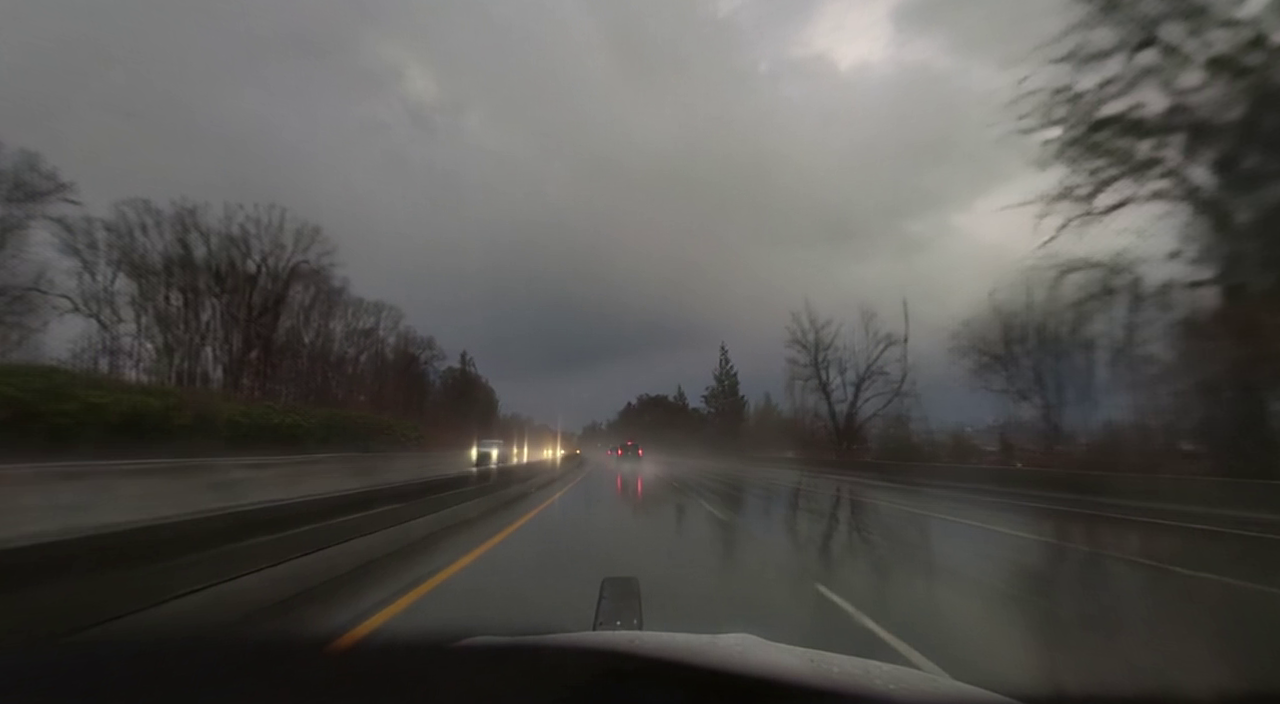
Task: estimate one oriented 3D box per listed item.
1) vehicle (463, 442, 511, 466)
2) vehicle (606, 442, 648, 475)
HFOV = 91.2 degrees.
[{"bbox_3d":[-10.447,7.026,43.142,2.128,1.510,5.066,0,-9,-1],"label":"vehicle"},{"bbox_3d":[-0.729,5.867,34.667,2.151,1.693,4.201,0,-9,-2],"label":"vehicle"}]
